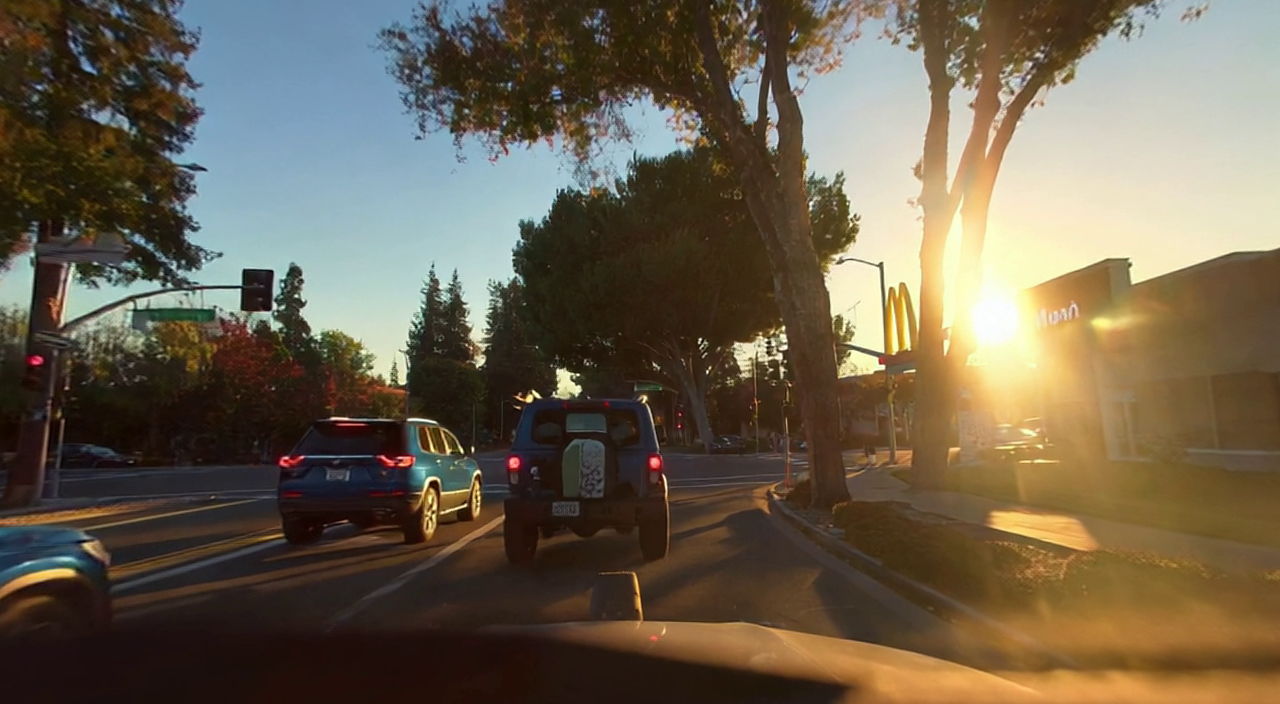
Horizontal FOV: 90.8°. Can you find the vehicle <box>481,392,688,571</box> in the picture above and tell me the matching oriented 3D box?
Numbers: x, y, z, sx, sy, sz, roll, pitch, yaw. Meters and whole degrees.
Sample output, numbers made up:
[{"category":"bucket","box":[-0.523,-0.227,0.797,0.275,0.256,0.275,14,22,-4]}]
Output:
[{"category":"vehicle","box":[-0.667,1.746,9.243,2.224,1.923,4.643,0,-8,-2]}]

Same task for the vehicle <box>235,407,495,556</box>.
[{"category":"vehicle","box":[-3.928,1.937,10.124,2.130,1.819,4.497,0,-8,0]}]

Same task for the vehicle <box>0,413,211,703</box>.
[{"category":"vehicle","box":[-3.886,0.886,1.963,1.941,1.479,4.541,0,-8,-1]}]
